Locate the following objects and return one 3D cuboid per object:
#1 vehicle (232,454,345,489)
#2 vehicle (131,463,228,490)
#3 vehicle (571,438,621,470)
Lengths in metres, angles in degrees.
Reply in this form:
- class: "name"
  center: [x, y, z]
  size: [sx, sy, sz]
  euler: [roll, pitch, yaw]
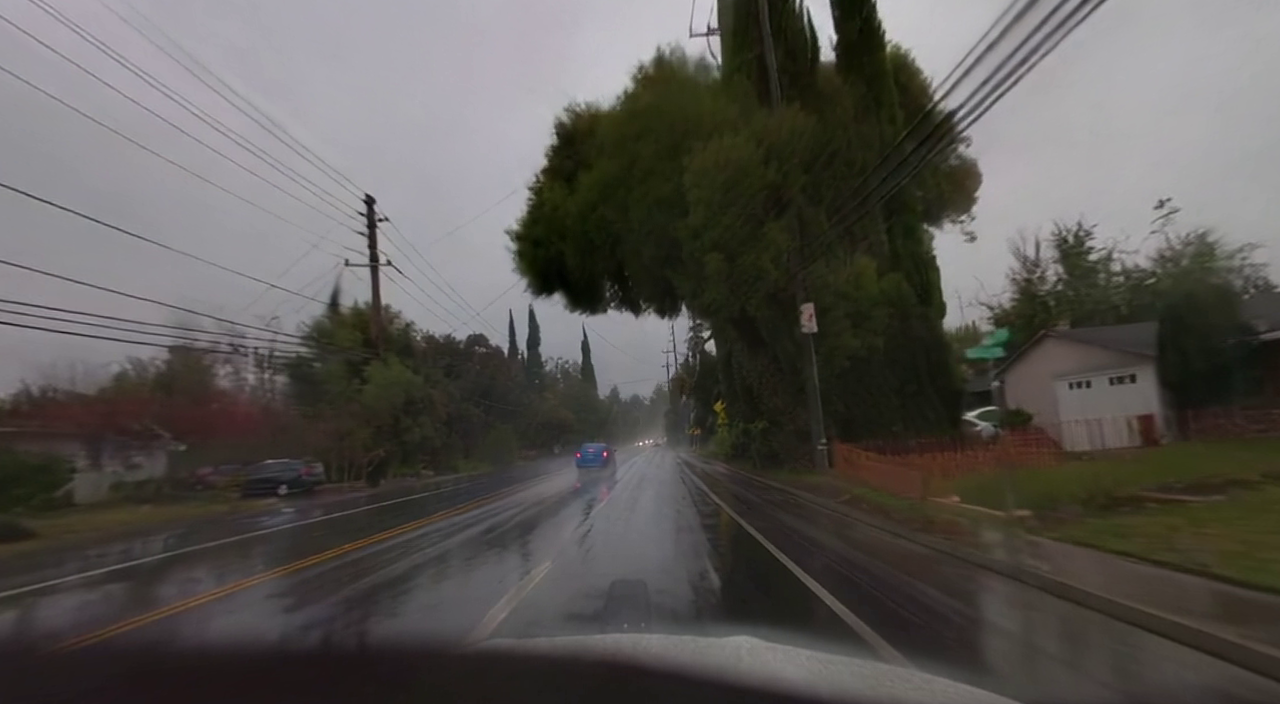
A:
- class: "vehicle"
  center: [-19.323, 6.568, 34.824]
  size: [4.847, 1.759, 2.382]
  euler: [-1, -8, 6]
- class: "vehicle"
  center: [-27.200, 7.340, 37.337]
  size: [4.223, 1.458, 1.969]
  euler: [0, -8, 1]
- class: "vehicle"
  center: [-2.147, 5.185, 32.252]
  size: [2.085, 1.512, 5.023]
  euler: [-1, -8, 2]
